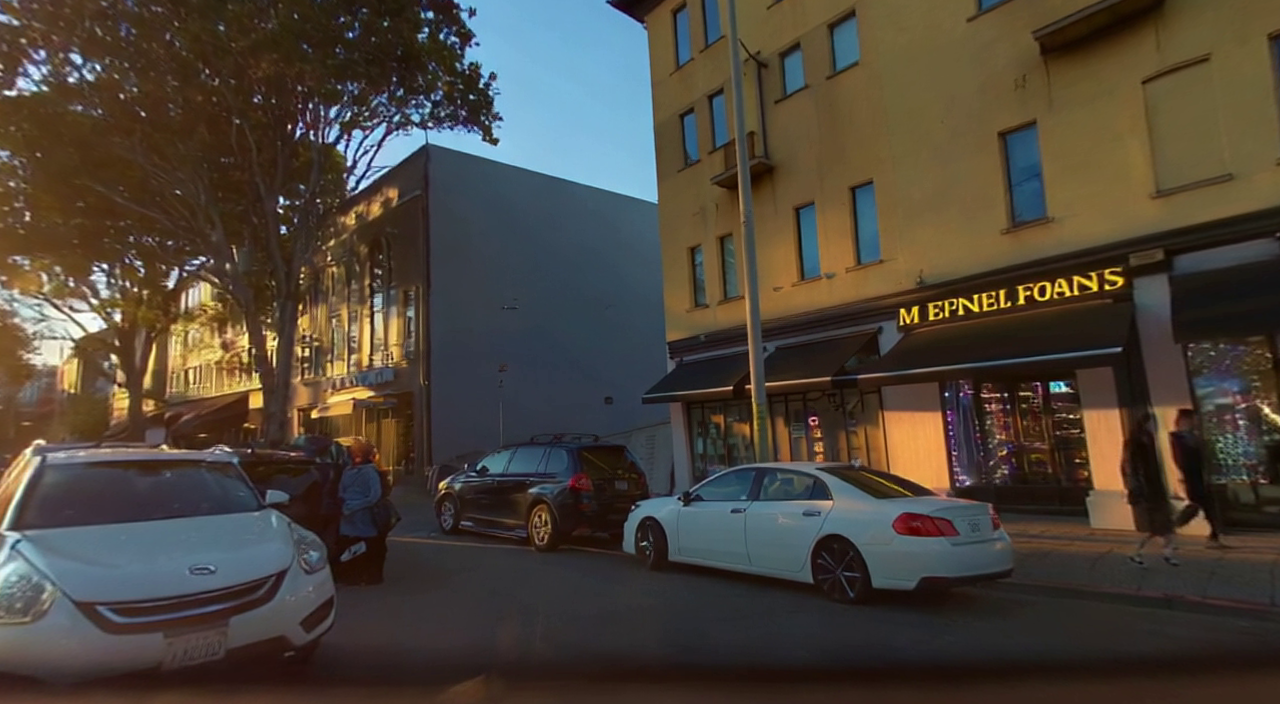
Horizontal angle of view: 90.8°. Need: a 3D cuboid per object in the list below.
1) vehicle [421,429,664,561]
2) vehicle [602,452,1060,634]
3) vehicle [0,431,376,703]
[{"bbox_3d":[-1.911,2.374,11.316,4.580,1.853,1.862,-8,-12,43],"label":"vehicle"},{"bbox_3d":[1.897,1.933,7.518,4.830,1.421,1.826,-8,-11,42],"label":"vehicle"},{"bbox_3d":[-3.960,1.336,4.424,4.330,1.458,1.932,-7,-11,37],"label":"vehicle"}]
